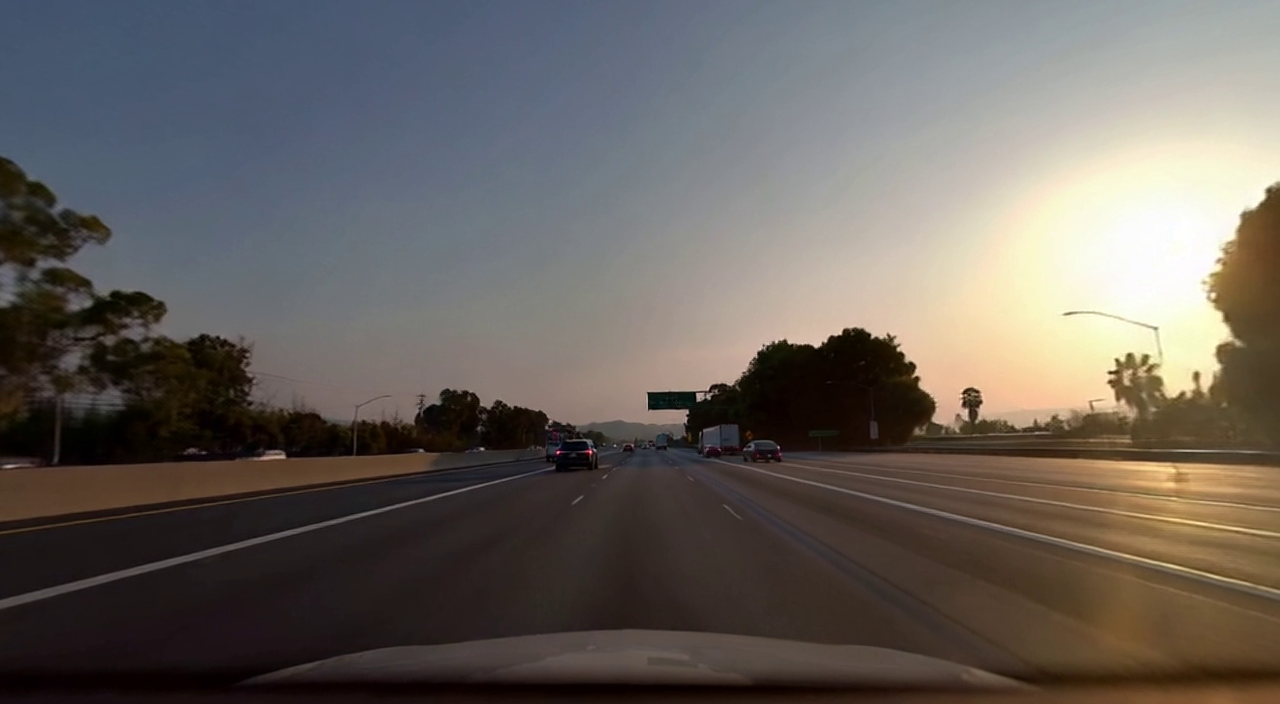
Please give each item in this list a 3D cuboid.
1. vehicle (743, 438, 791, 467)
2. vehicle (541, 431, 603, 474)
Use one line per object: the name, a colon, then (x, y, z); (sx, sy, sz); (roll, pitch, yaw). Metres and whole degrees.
vehicle: (7.739, 6.177, 38.934); (2.063, 1.706, 4.259); (0, -8, 0)
vehicle: (-3.284, 5.030, 31.773); (2.453, 1.952, 5.320); (0, -8, 1)
